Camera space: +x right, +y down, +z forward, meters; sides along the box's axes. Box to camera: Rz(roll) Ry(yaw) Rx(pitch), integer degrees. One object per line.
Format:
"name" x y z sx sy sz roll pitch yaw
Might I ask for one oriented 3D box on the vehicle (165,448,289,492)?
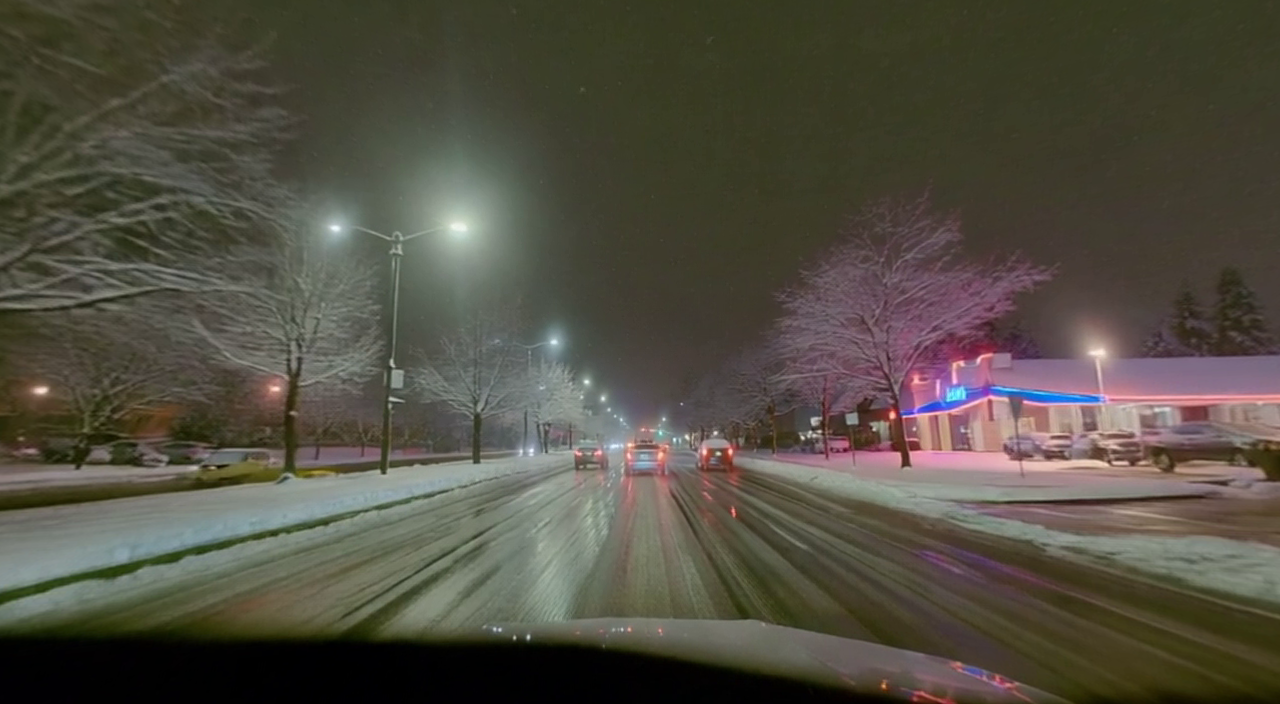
"vehicle" -15.657 4.459 24.219 1.796 1.466 4.362 0 -8 0

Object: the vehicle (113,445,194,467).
"vehicle" -36.159 7.731 46.931 4.357 1.591 1.981 0 -9 -2

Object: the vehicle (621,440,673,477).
"vehicle" 0.272 4.602 27.457 2.059 1.477 4.216 0 -8 0

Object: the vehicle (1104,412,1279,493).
"vehicle" 17.394 3.006 19.201 2.131 2.070 5.579 -1 -9 -1

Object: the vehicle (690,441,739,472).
"vehicle" 3.723 5.343 32.344 2.012 1.462 4.400 0 -8 0

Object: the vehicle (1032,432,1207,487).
"vehicle" 14.989 3.385 20.132 2.099 1.526 4.555 -1 -8 2

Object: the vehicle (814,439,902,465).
"vehicle" 12.902 5.961 37.585 4.622 1.469 1.934 -2 -9 9

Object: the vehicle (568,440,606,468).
"vehicle" -3.243 6.323 39.186 1.995 1.607 4.086 0 -8 0
